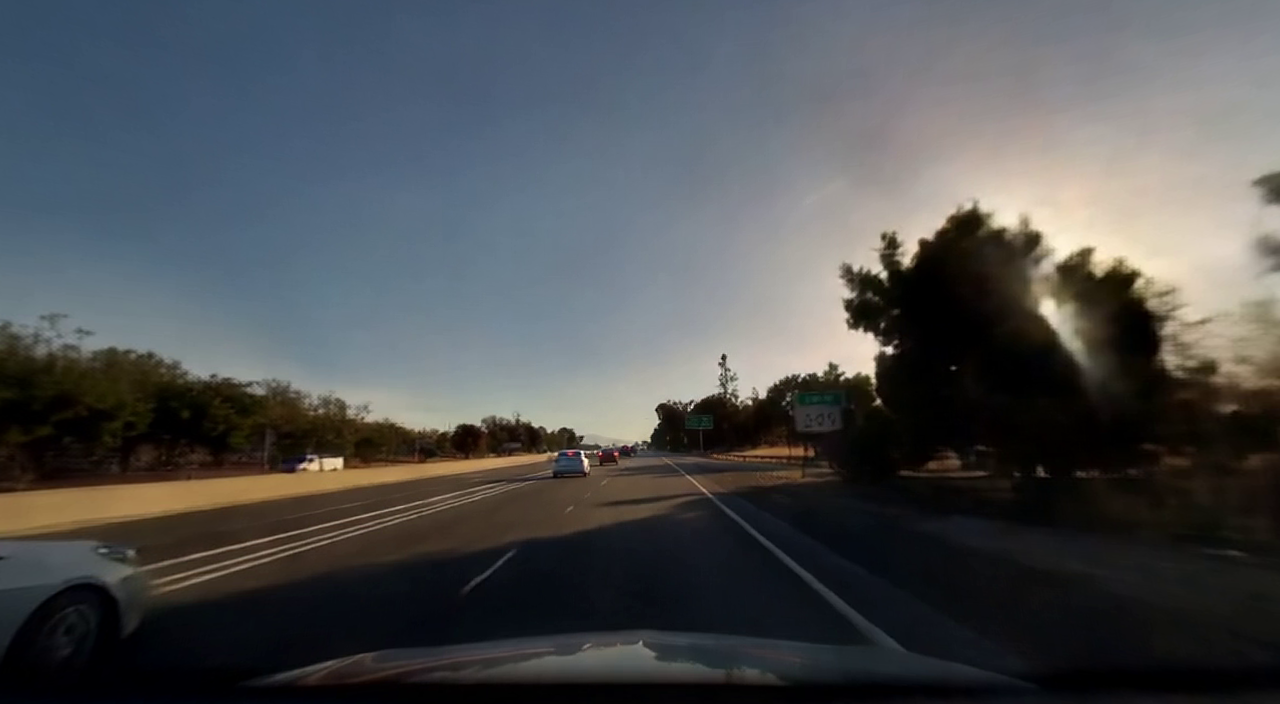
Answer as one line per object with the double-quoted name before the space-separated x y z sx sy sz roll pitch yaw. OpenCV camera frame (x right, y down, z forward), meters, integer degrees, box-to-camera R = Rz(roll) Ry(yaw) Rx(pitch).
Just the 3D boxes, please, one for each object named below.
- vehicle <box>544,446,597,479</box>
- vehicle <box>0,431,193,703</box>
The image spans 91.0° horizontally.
"vehicle" -3.357 5.455 31.377 2.044 1.527 4.607 0 -9 1
"vehicle" -3.957 0.951 1.824 2.011 1.481 4.434 0 -9 1
